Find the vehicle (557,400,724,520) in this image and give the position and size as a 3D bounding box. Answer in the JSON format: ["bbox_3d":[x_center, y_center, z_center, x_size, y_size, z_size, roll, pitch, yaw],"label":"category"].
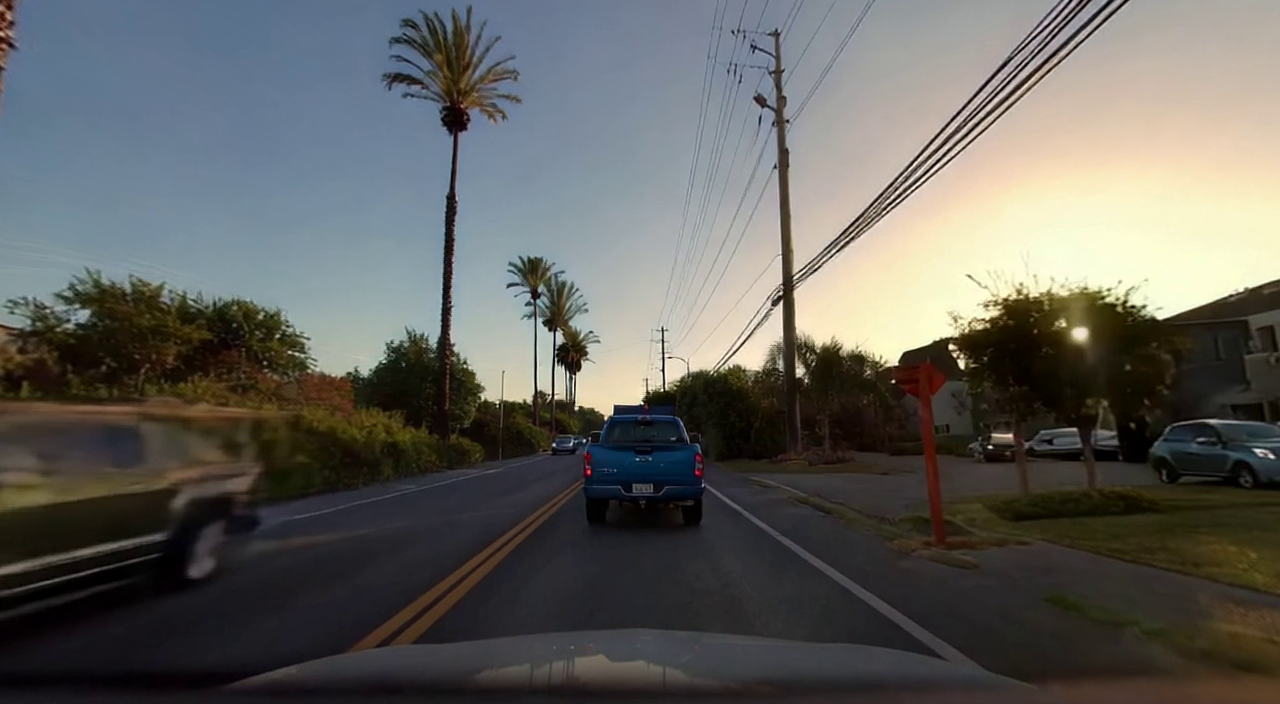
[{"bbox_3d":[0.017,2.293,13.880,2.848,2.047,5.885,0,-8,0],"label":"vehicle"}]

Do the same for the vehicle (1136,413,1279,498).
[{"bbox_3d":[16.115,2.765,17.112,2.338,1.917,6.076,-3,-9,20],"label":"vehicle"}]

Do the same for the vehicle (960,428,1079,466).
[{"bbox_3d":[20.350,5.158,34.376,2.277,1.836,6.267,0,-9,-4],"label":"vehicle"}]

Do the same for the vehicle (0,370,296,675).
[{"bbox_3d":[-4.970,1.107,4.341,2.271,1.798,5.412,0,-8,-1],"label":"vehicle"}]
